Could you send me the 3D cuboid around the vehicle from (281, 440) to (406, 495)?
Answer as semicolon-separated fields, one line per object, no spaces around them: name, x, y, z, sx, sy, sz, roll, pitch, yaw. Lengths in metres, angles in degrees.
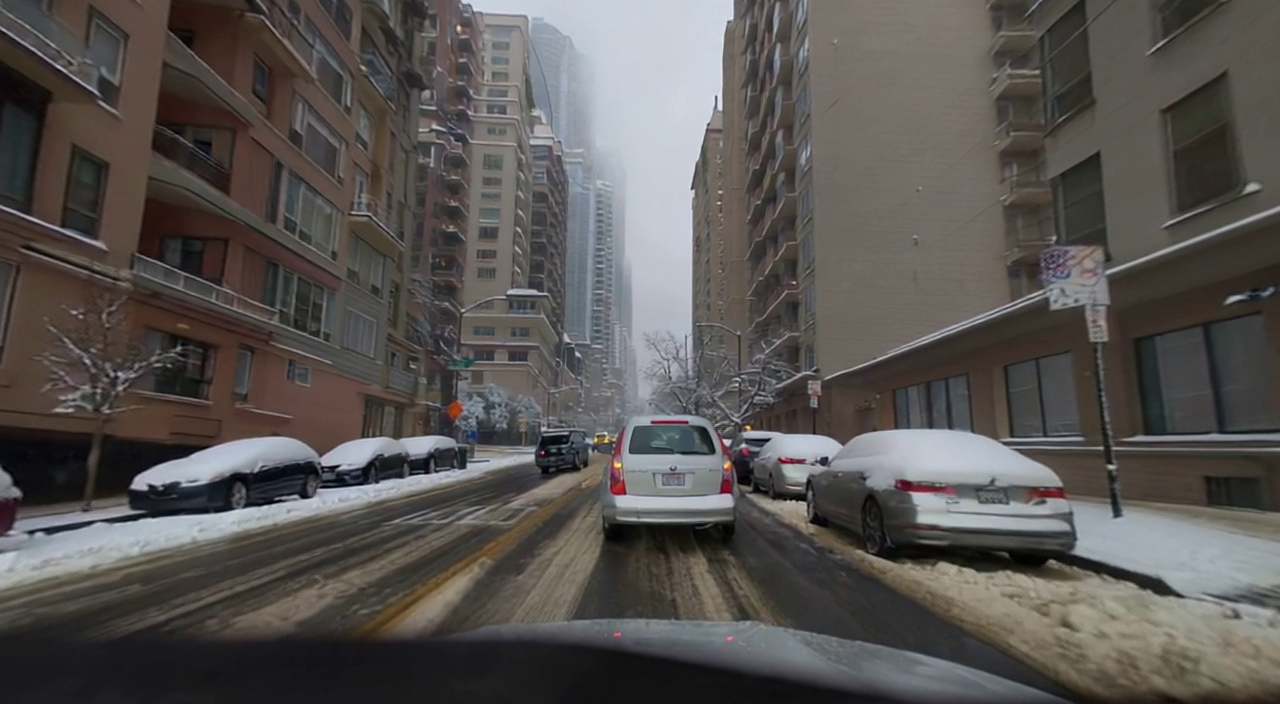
vehicle;-9.363;3.651;20.380;1.955;1.555;4.424;0;-8;-2

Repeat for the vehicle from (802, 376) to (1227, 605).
vehicle;3.605;1.446;7.425;2.158;1.828;4.573;0;-8;0

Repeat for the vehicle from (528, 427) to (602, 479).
vehicle;-2.690;3.747;23.556;2.219;1.746;4.197;0;-8;0

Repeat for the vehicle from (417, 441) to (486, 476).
vehicle;-9.015;5.137;30.579;1.998;1.547;4.826;0;-9;-2

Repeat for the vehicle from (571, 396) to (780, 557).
vehicle;0.403;1.664;8.972;2.261;1.740;4.065;0;-9;1

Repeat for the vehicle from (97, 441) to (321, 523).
vehicle;-9.434;2.834;14.378;2.002;1.546;4.339;0;-8;1
